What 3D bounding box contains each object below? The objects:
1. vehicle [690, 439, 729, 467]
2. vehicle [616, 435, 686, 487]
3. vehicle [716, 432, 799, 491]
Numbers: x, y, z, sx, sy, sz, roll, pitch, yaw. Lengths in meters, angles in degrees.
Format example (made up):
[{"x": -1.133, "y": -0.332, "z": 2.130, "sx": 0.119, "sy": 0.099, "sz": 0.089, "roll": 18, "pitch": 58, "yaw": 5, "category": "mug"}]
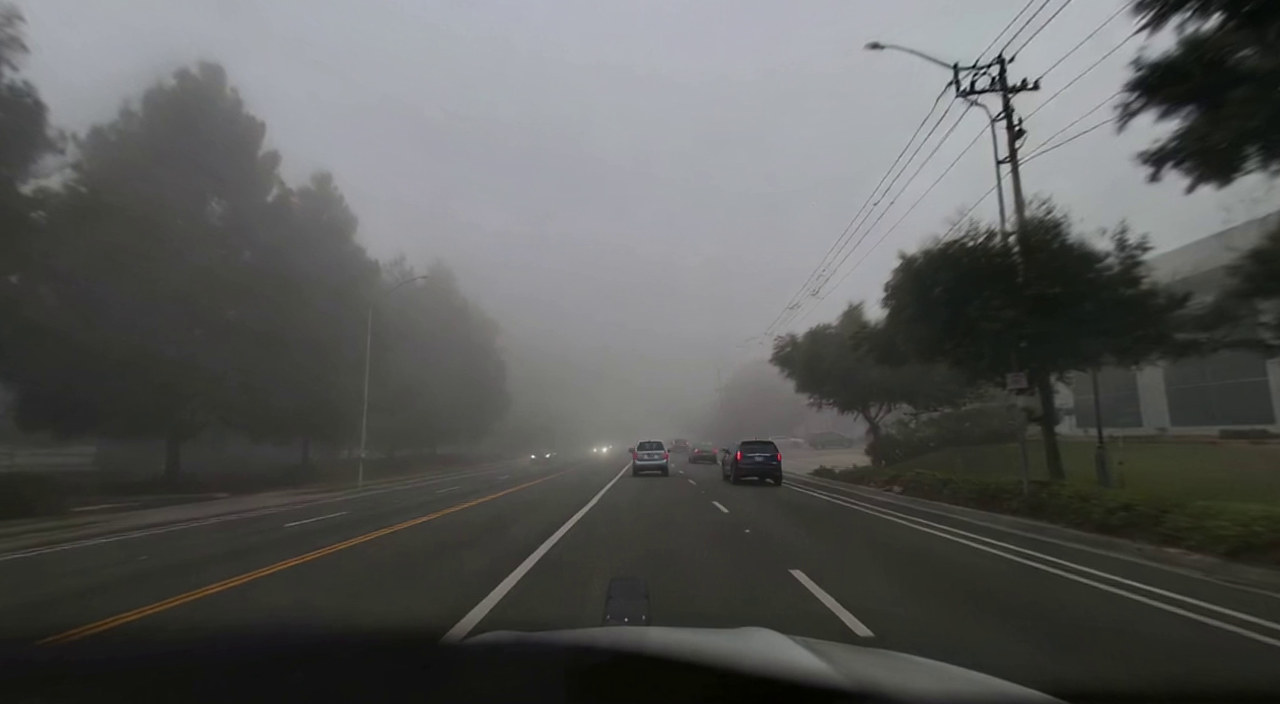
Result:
[{"x": 4.392, "y": 6.488, "z": 40.627, "sx": 2.024, "sy": 1.711, "sz": 4.512, "roll": 0, "pitch": -9, "yaw": 0, "category": "vehicle"}, {"x": 0.373, "y": 3.778, "z": 22.144, "sx": 2.200, "sy": 1.653, "sz": 4.127, "roll": 0, "pitch": -9, "yaw": 1, "category": "vehicle"}, {"x": 3.678, "y": 3.512, "z": 20.483, "sx": 1.914, "sy": 1.698, "sz": 4.049, "roll": 0, "pitch": -9, "yaw": 0, "category": "vehicle"}]
